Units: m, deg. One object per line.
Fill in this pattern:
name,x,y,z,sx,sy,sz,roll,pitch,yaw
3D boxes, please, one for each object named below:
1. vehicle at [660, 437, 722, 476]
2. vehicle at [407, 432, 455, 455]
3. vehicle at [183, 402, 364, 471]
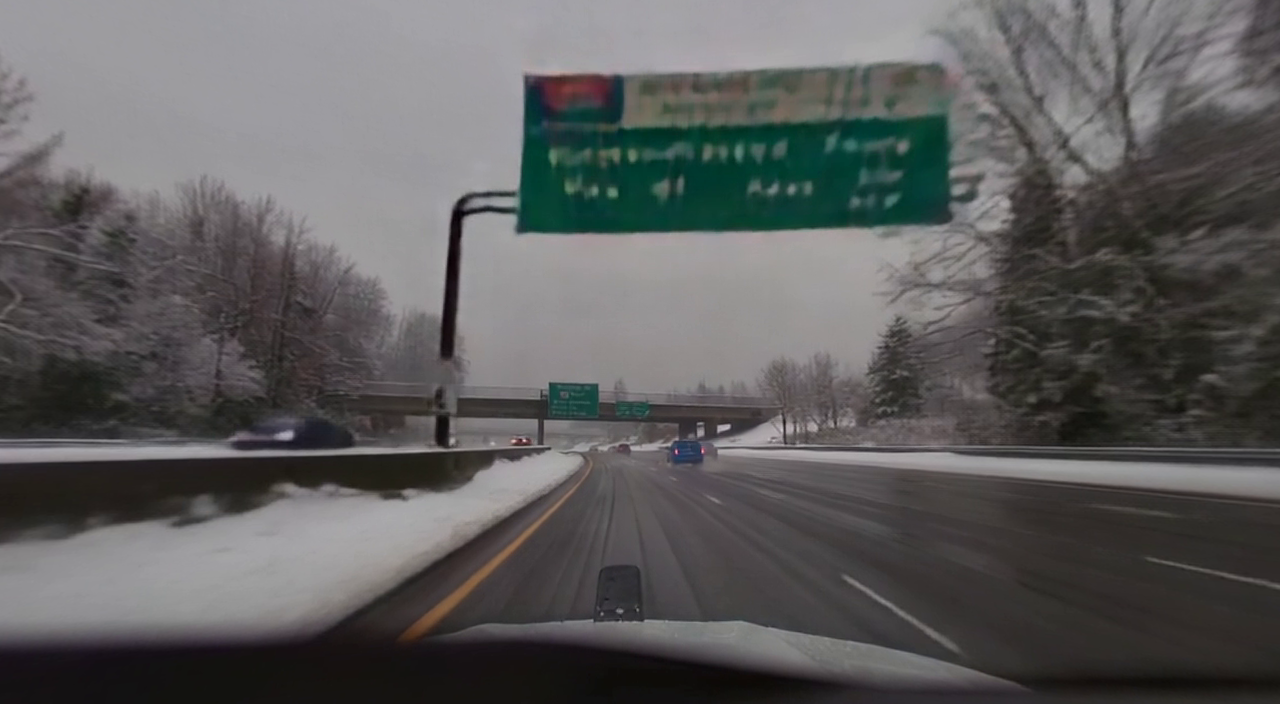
vehicle,2.256,4.815,28.930,2.337,1.633,4.222,0,-9,-2
vehicle,-14.660,6.455,44.159,1.983,1.522,4.458,0,-9,-2
vehicle,-9.176,2.235,16.265,2.075,1.502,4.483,0,-9,-1
